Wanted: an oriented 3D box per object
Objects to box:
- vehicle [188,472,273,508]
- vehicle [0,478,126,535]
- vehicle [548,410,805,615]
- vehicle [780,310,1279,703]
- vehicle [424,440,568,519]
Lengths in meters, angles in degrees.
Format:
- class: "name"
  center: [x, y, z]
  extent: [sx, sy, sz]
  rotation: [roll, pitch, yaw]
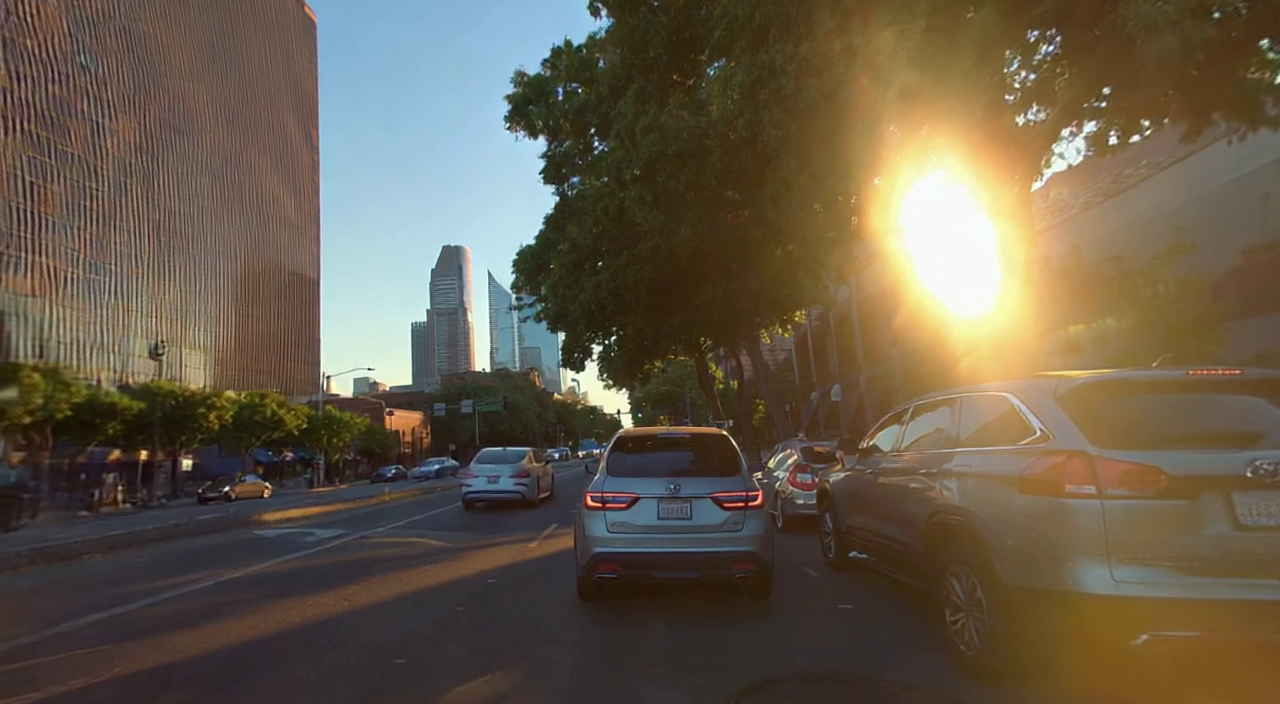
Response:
- class: "vehicle"
  center: [-22.627, 7.591, 35.032]
  extent: [1.854, 1.419, 4.318]
  rotation: [-7, -8, 0]
- class: "vehicle"
  center: [-22.635, 5.770, 24.056]
  extent: [1.975, 1.698, 4.715]
  rotation: [0, -9, 2]
- class: "vehicle"
  center: [0.232, 1.547, 6.878]
  extent: [2.045, 1.608, 3.573]
  rotation: [0, -9, -2]
- class: "vehicle"
  center: [2.750, 1.100, 4.953]
  extent: [2.117, 1.855, 4.794]
  rotation: [0, -9, -1]
- class: "vehicle"
  center: [-3.012, 2.789, 14.420]
  extent: [2.088, 1.483, 4.708]
  rotation: [0, -9, 1]
